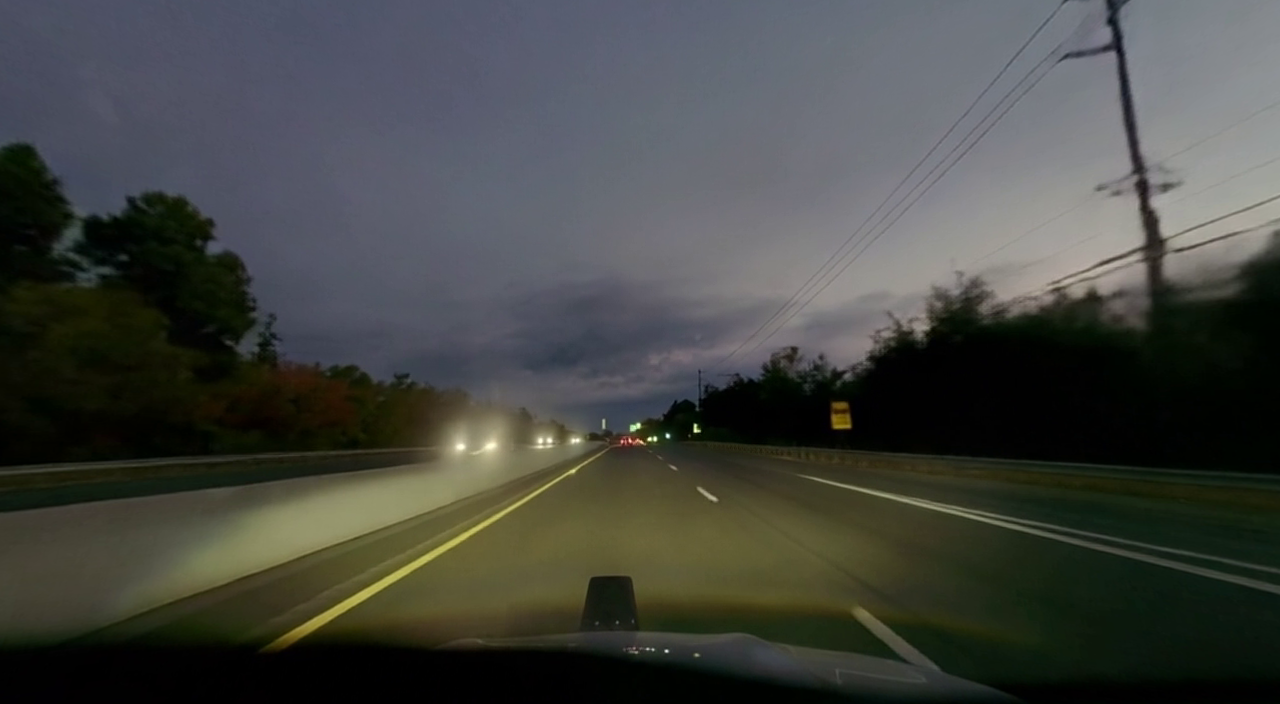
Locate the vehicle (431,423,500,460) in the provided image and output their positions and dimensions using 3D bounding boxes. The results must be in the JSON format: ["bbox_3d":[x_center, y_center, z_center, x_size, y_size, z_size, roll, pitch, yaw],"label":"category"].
[{"bbox_3d":[-9.633,5.004,35.312,2.266,1.864,5.731,0,-8,0],"label":"vehicle"}]
